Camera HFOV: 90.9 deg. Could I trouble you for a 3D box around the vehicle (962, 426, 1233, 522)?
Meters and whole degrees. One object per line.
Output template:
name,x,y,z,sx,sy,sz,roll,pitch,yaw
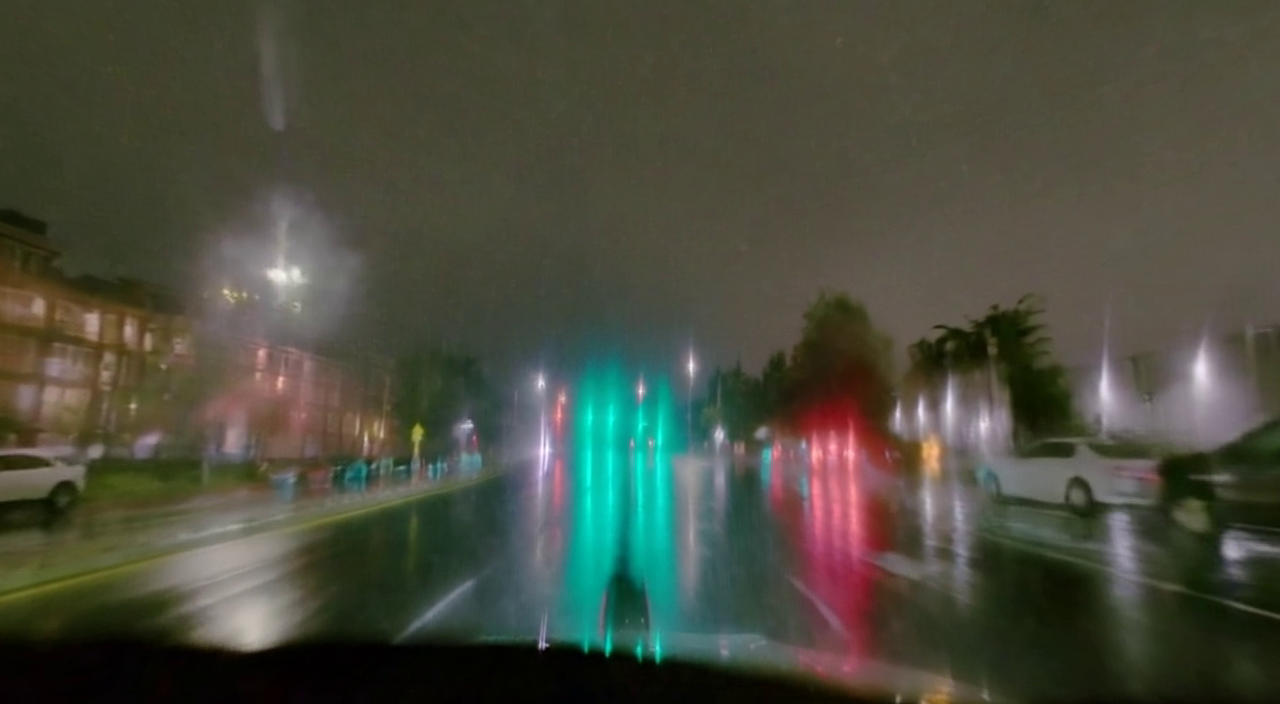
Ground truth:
vehicle,9.847,2.660,14.383,2.159,1.734,5.384,0,-9,0

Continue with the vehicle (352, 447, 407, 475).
vehicle,-17.163,7.188,41.830,1.859,1.694,4.638,-1,-8,-3

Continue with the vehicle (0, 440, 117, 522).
vehicle,-17.107,3.453,17.015,2.046,1.945,4.688,-1,-7,-2

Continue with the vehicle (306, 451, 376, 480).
vehicle,-16.996,6.456,36.081,1.807,1.466,4.693,-1,-8,-2

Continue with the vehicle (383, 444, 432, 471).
vehicle,-17.519,7.946,47.740,2.099,1.917,4.720,0,-8,-3

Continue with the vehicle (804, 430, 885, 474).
vehicle,9.995,4.949,31.303,2.091,1.962,5.091,1,-9,-2

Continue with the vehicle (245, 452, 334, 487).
vehicle,-17.020,5.706,30.884,1.891,1.474,4.437,-1,-8,-2

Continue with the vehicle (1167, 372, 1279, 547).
vehicle,9.732,1.284,7.413,2.152,2.333,5.515,0,-8,-1
